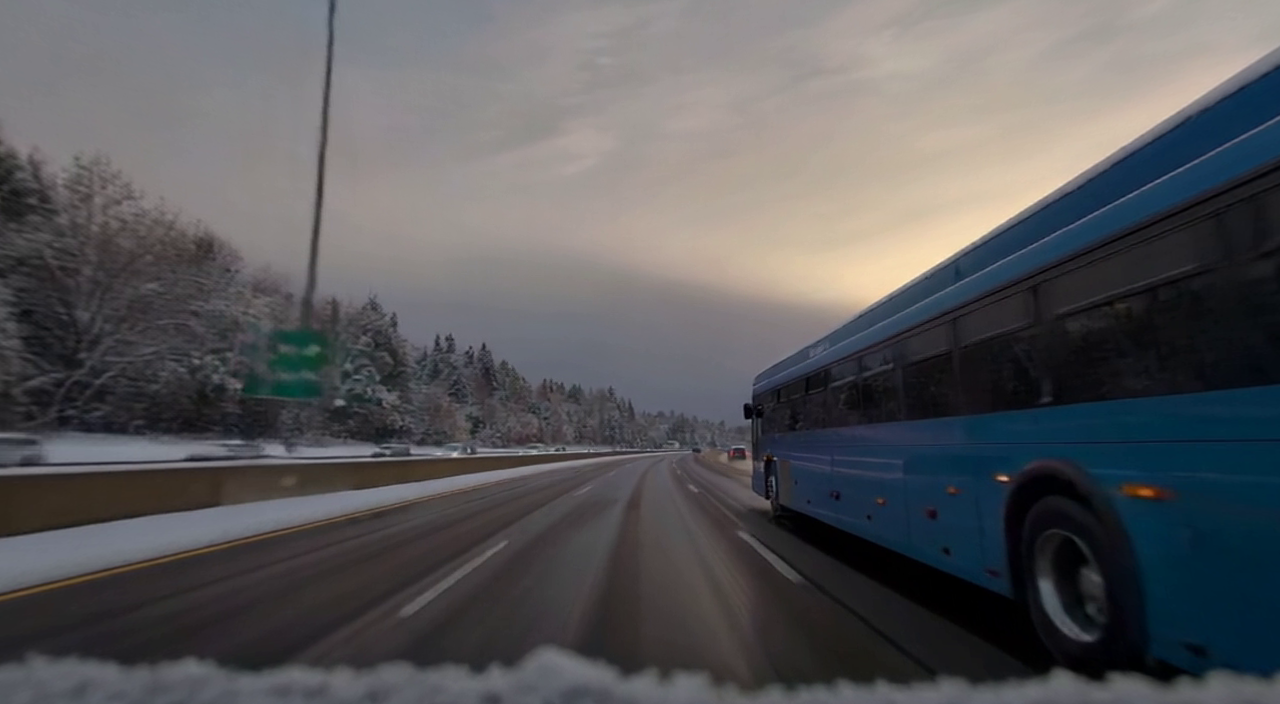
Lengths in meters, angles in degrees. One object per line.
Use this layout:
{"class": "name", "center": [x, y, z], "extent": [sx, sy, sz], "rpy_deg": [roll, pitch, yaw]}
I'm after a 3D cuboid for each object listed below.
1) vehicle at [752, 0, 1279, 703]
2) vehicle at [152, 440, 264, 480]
{"class": "vehicle", "center": [4.137, 0.637, 7.410], "extent": [3.144, 3.580, 14.591], "rpy_deg": [0, -9, 1]}
{"class": "vehicle", "center": [-21.043, 5.263, 31.074], "extent": [2.080, 1.759, 4.643], "rpy_deg": [0, -9, 2]}
